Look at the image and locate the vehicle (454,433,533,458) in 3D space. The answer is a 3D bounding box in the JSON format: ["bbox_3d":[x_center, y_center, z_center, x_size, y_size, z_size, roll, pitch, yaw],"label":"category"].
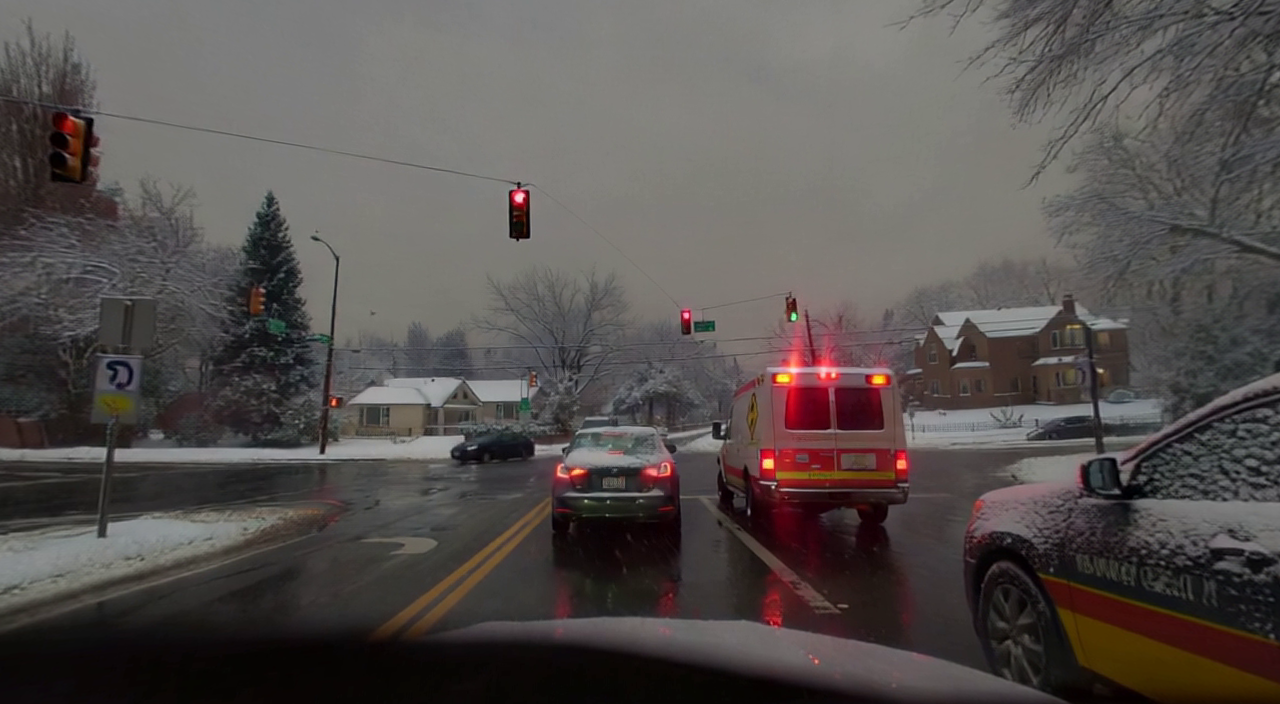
[{"bbox_3d":[-9.338,5.996,40.480,4.531,1.492,1.951,8,-12,-44],"label":"vehicle"}]

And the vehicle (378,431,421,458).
[{"bbox_3d":[-17.737,6.880,46.888,2.246,1.880,4.454,1,-8,-12],"label":"vehicle"}]

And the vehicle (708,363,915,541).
[{"bbox_3d":[2.883,1.900,12.387,2.406,2.687,5.521,0,-8,-1],"label":"vehicle"}]

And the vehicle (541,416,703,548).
[{"bbox_3d":[-0.277,1.975,10.206,2.114,1.707,3.725,0,-8,-1],"label":"vehicle"}]

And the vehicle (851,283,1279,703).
[{"bbox_3d":[2.849,0.892,2.846,2.194,1.820,4.652,0,-8,0],"label":"vehicle"}]
